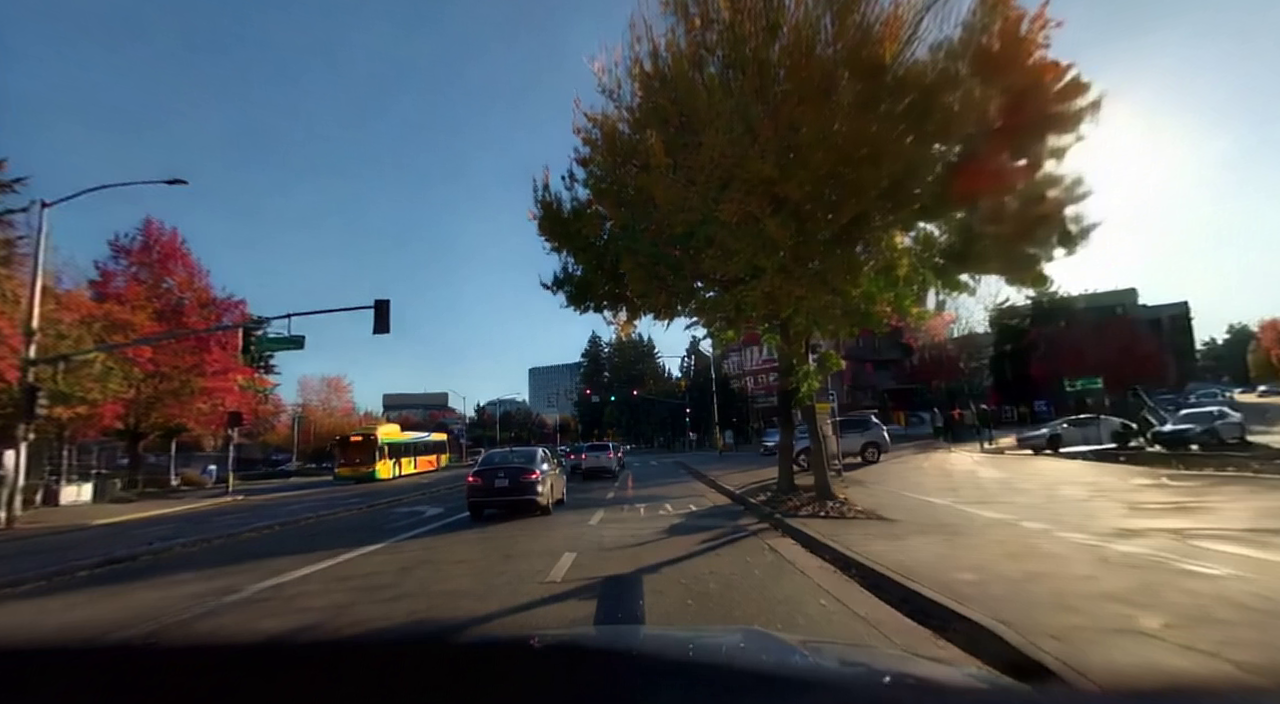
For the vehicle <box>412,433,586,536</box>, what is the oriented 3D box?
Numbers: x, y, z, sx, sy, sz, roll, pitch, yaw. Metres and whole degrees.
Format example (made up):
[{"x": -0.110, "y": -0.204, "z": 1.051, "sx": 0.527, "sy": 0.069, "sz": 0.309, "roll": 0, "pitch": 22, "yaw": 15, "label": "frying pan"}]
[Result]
[{"x": -2.281, "y": 2.298, "z": 11.452, "sx": 2.092, "sy": 1.507, "sz": 4.078, "roll": 0, "pitch": -9, "yaw": 2, "label": "vehicle"}]

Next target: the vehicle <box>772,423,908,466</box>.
[{"x": 8.161, "y": 3.823, "z": 25.962, "sx": 4.894, "sy": 1.451, "sz": 2.089, "roll": -3, "pitch": -7, "yaw": 2, "label": "vehicle"}]

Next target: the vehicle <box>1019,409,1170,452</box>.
[{"x": 17.100, "y": 3.004, "z": 23.758, "sx": 4.064, "sy": 1.507, "sz": 2.078, "roll": 0, "pitch": -9, "yaw": 1, "label": "vehicle"}]

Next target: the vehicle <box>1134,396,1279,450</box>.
[{"x": 21.541, "y": 2.680, "z": 23.590, "sx": 4.172, "sy": 1.687, "sz": 1.773, "roll": -4, "pitch": -8, "yaw": 1, "label": "vehicle"}]

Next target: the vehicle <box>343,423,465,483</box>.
[{"x": -14.432, "y": 6.377, "z": 39.854, "sx": 3.189, "sy": 3.205, "sz": 11.526, "roll": 0, "pitch": -9, "yaw": 1, "label": "vehicle"}]

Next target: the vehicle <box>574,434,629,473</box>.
[{"x": -1.768, "y": 4.867, "z": 30.150, "sx": 2.365, "sy": 1.751, "sz": 3.904, "roll": 0, "pitch": -9, "yaw": 1, "label": "vehicle"}]
